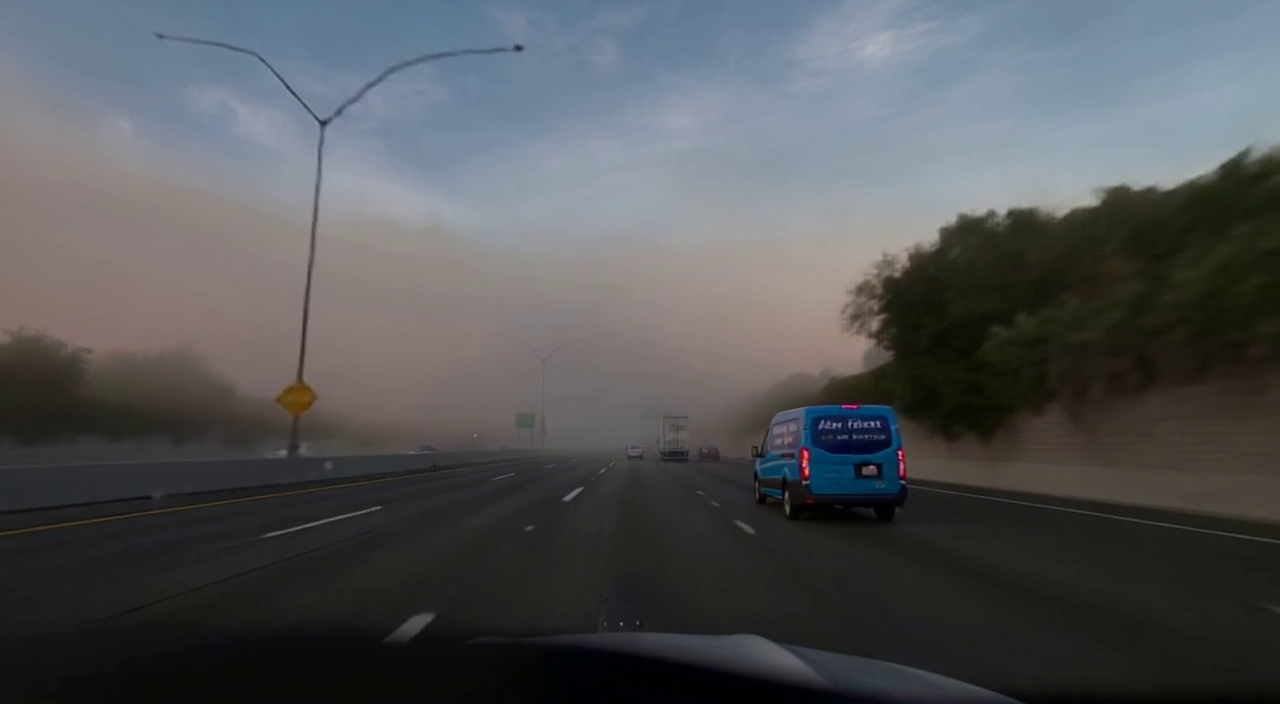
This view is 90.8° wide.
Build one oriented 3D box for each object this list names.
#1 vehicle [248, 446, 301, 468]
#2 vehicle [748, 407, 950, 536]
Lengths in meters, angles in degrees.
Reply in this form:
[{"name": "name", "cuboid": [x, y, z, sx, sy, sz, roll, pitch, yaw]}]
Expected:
[{"name": "vehicle", "cuboid": [-25.368, 7.289, 43.973, 1.576, 1.408, 3.540, 0, -9, 0]}, {"name": "vehicle", "cuboid": [3.582, 2.163, 12.015, 2.035, 1.931, 4.841, 0, -9, -2]}]
